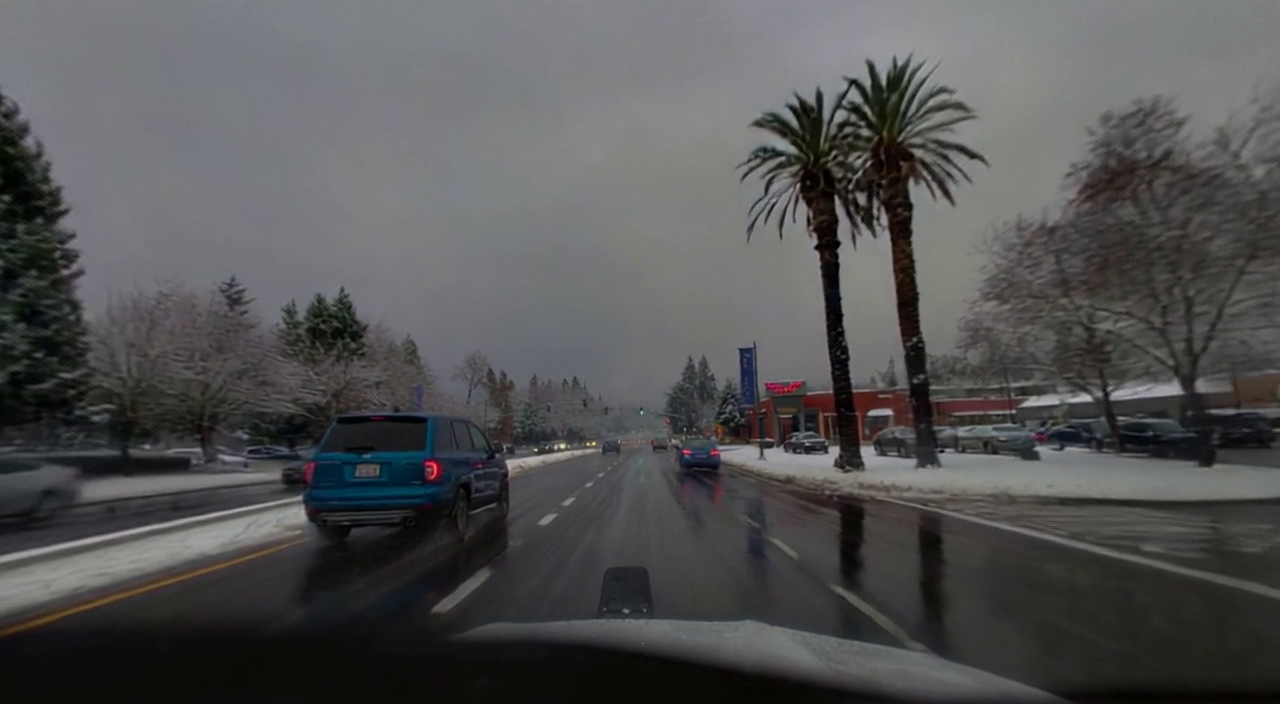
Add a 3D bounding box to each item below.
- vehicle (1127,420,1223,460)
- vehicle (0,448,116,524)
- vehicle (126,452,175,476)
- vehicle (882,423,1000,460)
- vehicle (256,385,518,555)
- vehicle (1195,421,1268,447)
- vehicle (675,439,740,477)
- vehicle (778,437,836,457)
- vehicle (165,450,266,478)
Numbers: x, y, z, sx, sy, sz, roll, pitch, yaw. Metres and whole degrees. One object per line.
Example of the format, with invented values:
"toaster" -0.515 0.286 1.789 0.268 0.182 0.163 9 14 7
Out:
"vehicle" 26.719 4.448 31.714 1.993 1.806 4.813 -4 -9 20
"vehicle" -14.006 2.811 13.273 1.915 1.500 4.681 0 -8 0
"vehicle" -37.005 8.417 47.584 4.378 1.687 1.968 -8 -11 40
"vehicle" 14.391 4.351 30.377 1.887 1.630 4.705 6 -11 -37
"vehicle" -3.435 1.727 9.780 2.152 1.987 4.527 0 -9 0
"vehicle" 39.365 5.514 42.081 1.982 1.611 4.314 -4 -9 21
"vehicle" 2.825 4.566 27.434 1.919 1.472 4.470 1 -9 -6
"vehicle" 12.334 7.020 46.597 1.874 1.386 3.745 6 -11 -37
"vehicle" -26.918 7.049 40.055 5.072 1.606 2.046 7 -11 -39
